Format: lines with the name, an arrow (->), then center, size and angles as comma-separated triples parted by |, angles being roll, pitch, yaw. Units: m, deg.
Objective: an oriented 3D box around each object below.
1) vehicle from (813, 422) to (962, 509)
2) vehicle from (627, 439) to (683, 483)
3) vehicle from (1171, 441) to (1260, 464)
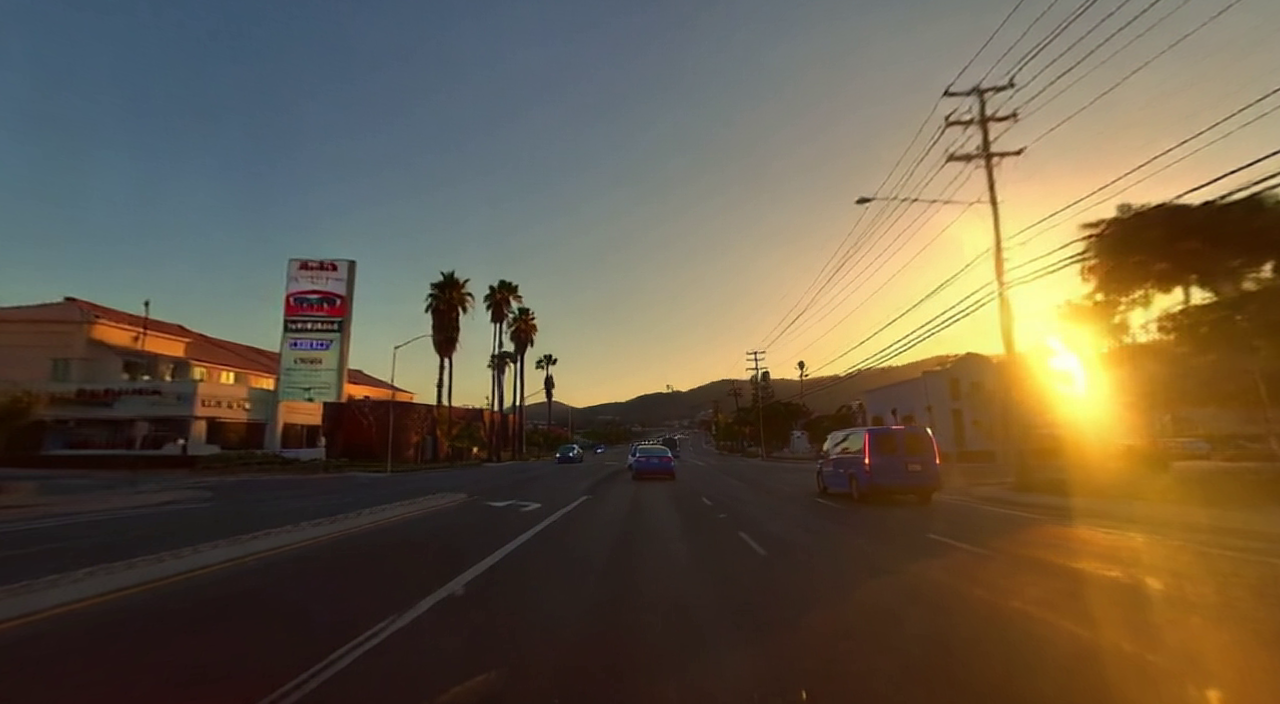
vehicle -> 6.217, 2.910, 16.514 | 2.107, 1.928, 4.471 | 0, -9, 1
vehicle -> 0.598, 4.476, 26.120 | 2.138, 1.672, 4.168 | 0, -9, 1
vehicle -> 45.619, 7.991, 49.987 | 4.928, 1.678, 1.971 | -1, -10, 1
